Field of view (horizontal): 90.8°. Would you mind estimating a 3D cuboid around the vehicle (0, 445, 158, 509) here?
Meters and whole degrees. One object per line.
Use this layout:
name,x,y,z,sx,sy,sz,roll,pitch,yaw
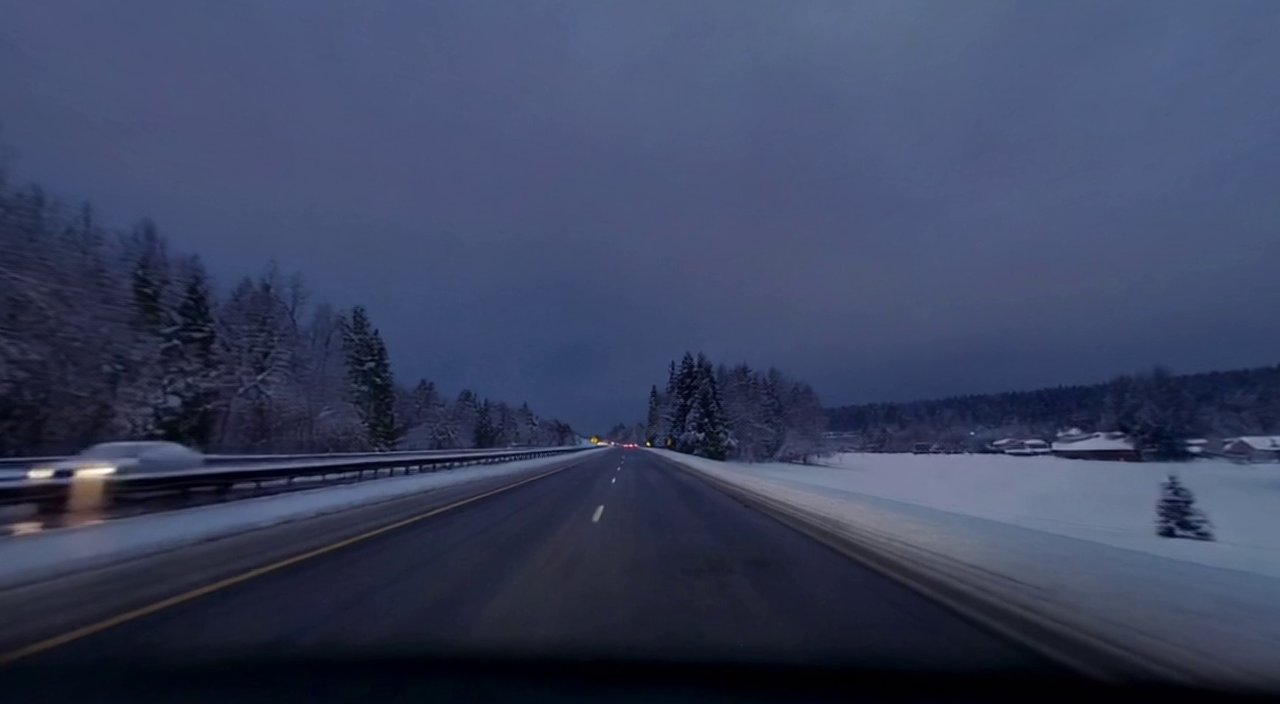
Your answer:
vehicle,-15.721,3.297,17.102,1.912,1.509,4.292,0,-9,-1
